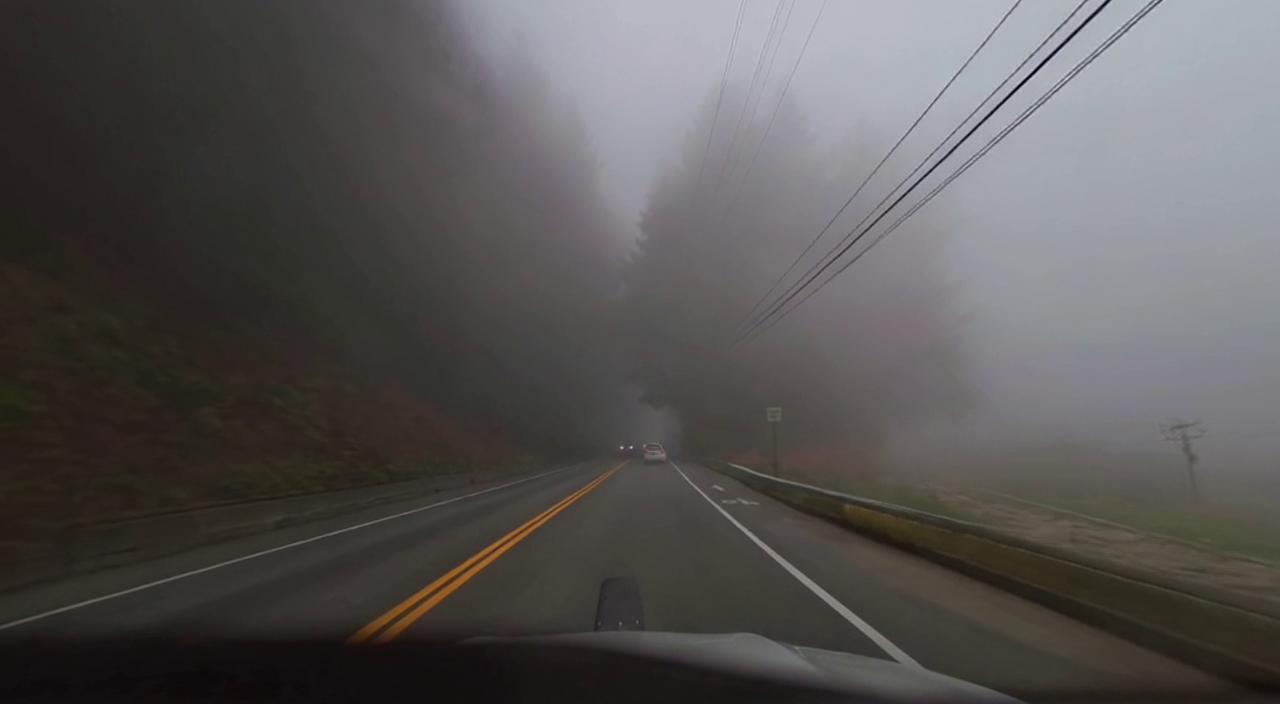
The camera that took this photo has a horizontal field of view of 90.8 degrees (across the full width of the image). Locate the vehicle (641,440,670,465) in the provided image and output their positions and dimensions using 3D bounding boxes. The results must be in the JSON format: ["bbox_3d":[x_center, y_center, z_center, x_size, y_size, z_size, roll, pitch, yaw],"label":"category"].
[{"bbox_3d":[1.232,7.639,48.249,2.083,1.767,4.448,0,-9,2],"label":"vehicle"}]
